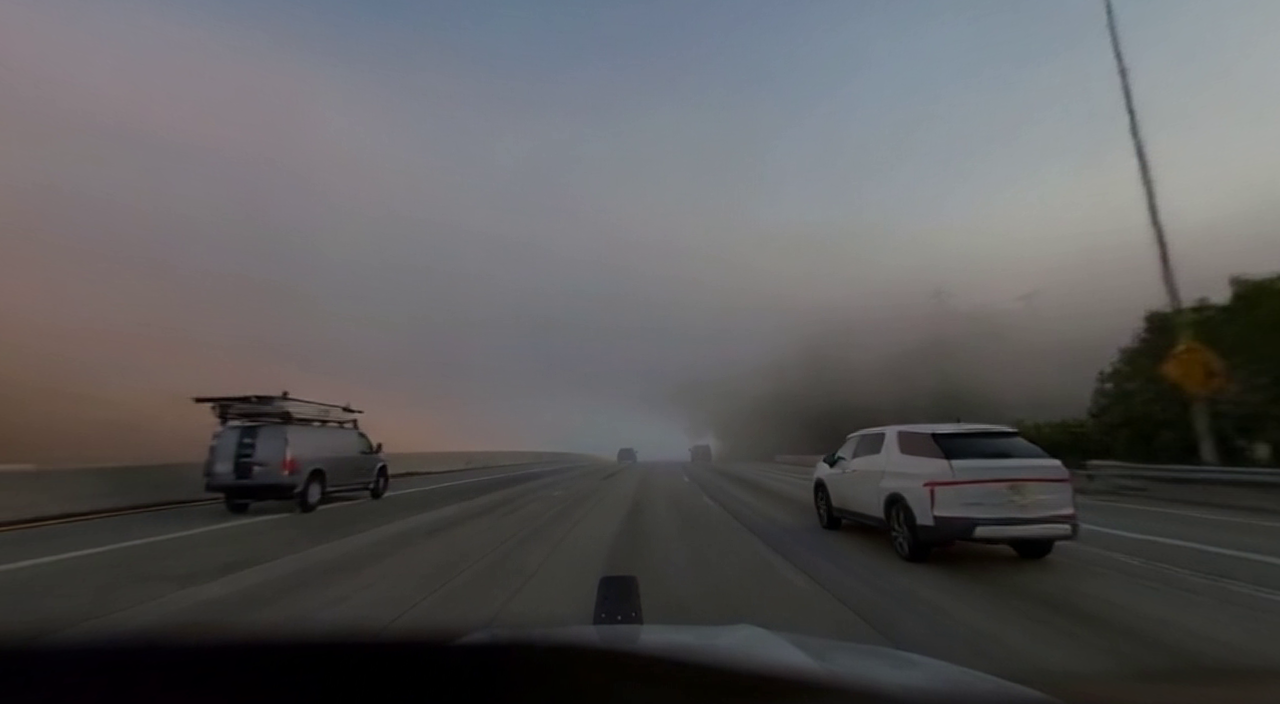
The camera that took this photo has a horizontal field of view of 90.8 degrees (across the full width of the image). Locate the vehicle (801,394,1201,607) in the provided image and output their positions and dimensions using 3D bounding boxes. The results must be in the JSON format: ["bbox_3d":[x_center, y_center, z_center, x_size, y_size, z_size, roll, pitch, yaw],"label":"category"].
[{"bbox_3d":[3.548,1.559,7.487,2.075,1.743,4.410,0,-9,-1],"label":"vehicle"}]

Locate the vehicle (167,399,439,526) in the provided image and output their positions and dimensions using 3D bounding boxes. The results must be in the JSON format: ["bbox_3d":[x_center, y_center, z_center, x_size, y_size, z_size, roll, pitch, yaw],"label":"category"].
[{"bbox_3d":[-6.417,2.247,13.243,2.383,2.048,5.875,0,-9,1],"label":"vehicle"}]
